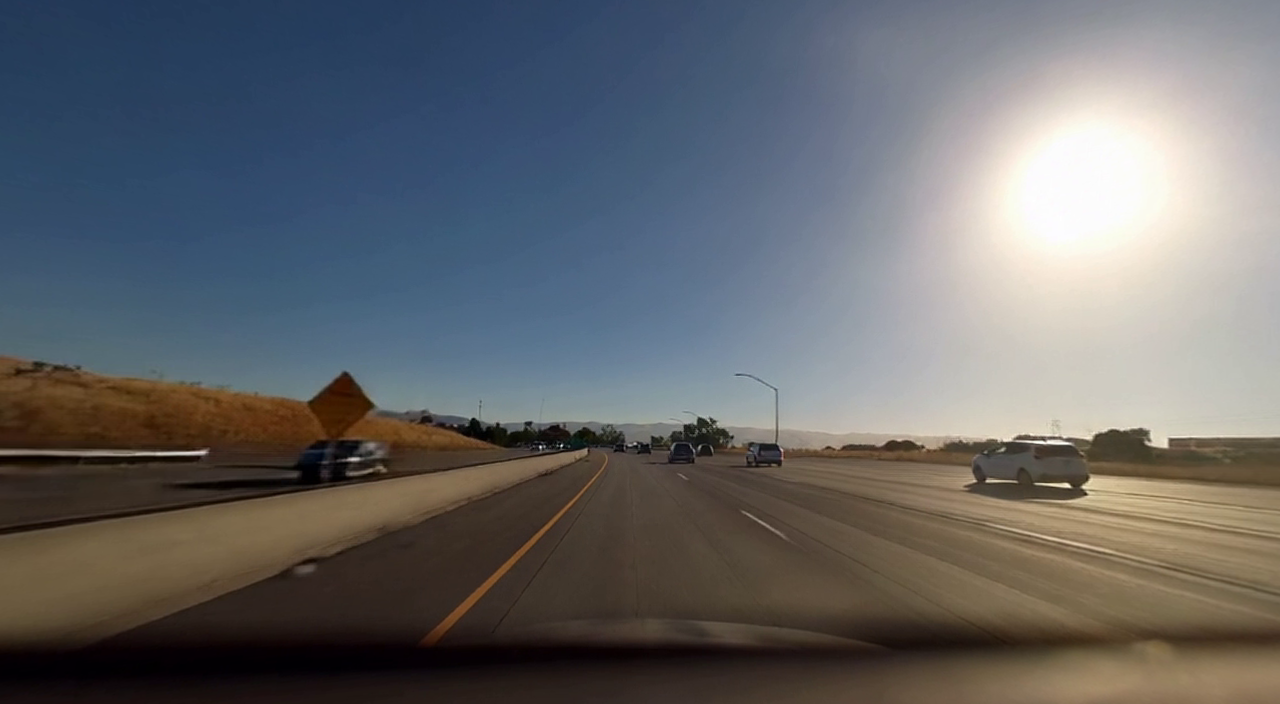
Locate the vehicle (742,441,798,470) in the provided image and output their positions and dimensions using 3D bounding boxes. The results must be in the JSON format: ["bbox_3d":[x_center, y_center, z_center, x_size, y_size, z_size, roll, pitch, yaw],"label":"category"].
[{"bbox_3d":[6.841,5.500,33.763,1.952,1.442,4.259,0,-8,-2],"label":"vehicle"}]

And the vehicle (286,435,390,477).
[{"bbox_3d":[-9.941,3.412,21.085,1.723,1.223,3.577,1,-7,-1],"label":"vehicle"}]

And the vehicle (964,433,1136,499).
[{"bbox_3d":[10.915,3.034,17.237,1.844,1.560,4.085,0,-8,-1],"label":"vehicle"}]

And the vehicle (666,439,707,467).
[{"bbox_3d":[2.763,6.077,38.233,1.977,1.601,4.598,0,-8,-2],"label":"vehicle"}]
